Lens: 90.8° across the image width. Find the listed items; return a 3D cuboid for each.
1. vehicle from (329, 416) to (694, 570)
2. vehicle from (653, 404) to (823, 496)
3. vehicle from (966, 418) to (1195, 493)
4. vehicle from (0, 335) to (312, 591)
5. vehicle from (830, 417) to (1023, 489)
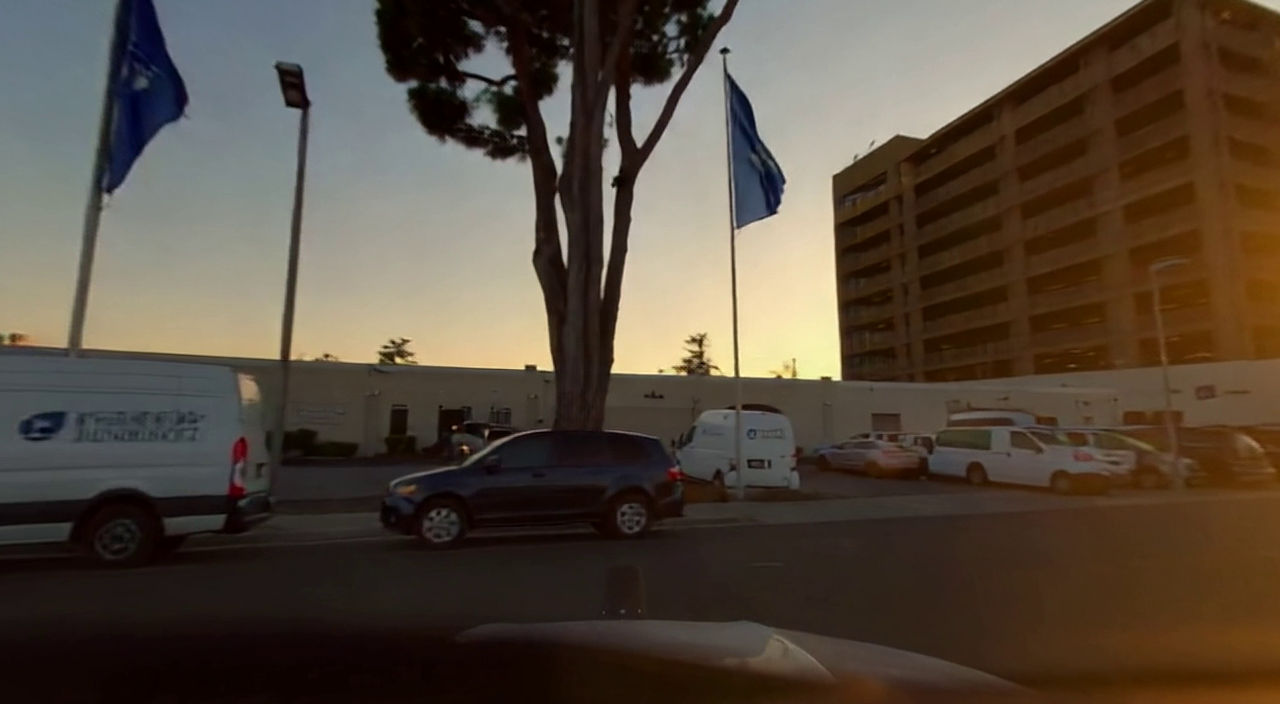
[{"bbox_3d":[-1.864,2.017,9.748,4.992,1.894,2.043,4,-8,-21],"label":"vehicle"},{"bbox_3d":[2.652,2.965,19.334,2.491,2.324,5.986,3,-9,-20],"label":"vehicle"},{"bbox_3d":[15.450,3.637,22.858,2.242,2.227,6.505,1,-8,-21],"label":"vehicle"},{"bbox_3d":[-7.614,1.328,7.858,5.899,2.757,2.257,3,-9,-21],"label":"vehicle"},{"bbox_3d":[9.855,3.553,22.691,2.228,2.126,6.632,1,-8,-19],"label":"vehicle"}]
